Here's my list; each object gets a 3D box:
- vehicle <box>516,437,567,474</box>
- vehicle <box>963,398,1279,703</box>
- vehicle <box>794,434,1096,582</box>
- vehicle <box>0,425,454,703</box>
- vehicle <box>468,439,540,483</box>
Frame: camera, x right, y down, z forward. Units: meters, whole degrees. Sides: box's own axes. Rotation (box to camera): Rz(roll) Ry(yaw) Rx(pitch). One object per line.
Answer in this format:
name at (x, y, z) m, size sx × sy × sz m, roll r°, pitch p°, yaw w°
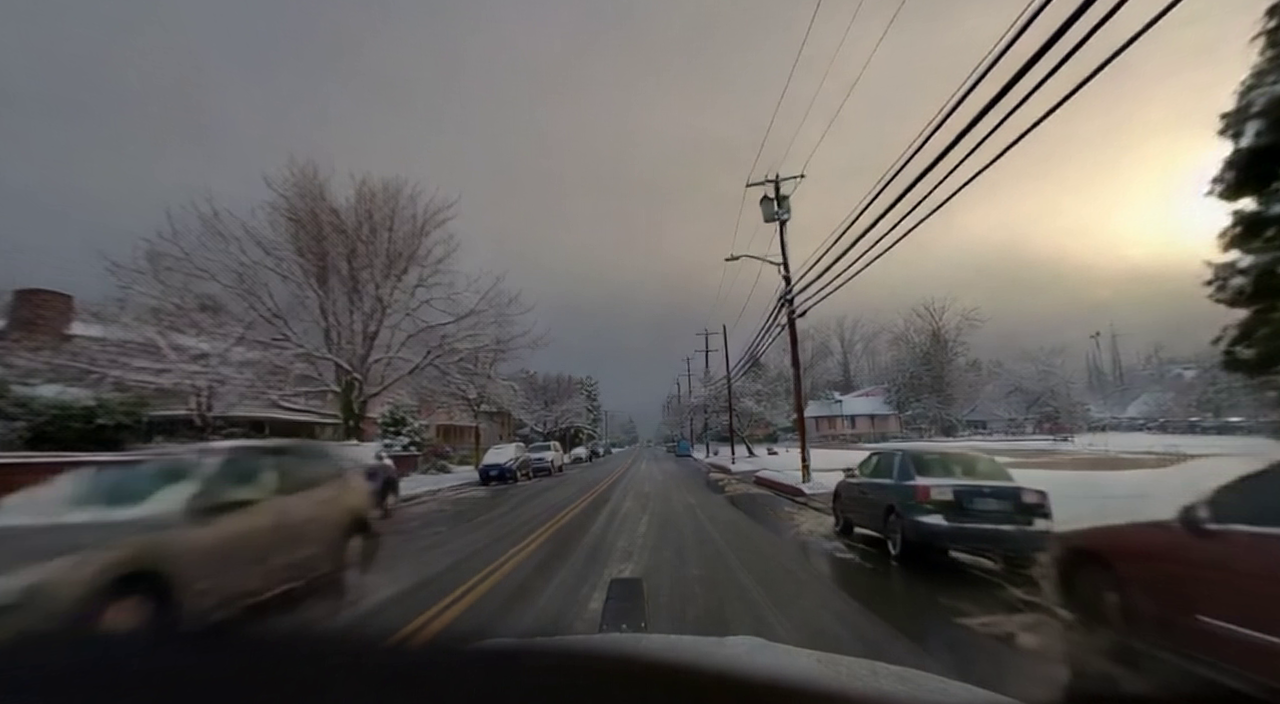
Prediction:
vehicle at (-5.872, 6.209, 38.245) m, size 2.144 × 1.955 × 6.159 m, roll 0°, pitch -7°, yaw 0°
vehicle at (3.342, 0.912, 2.258) m, size 2.014 × 1.482 × 4.599 m, roll 0°, pitch -8°, yaw 1°
vehicle at (3.661, 1.915, 8.772) m, size 1.909 × 1.462 × 4.740 m, roll 0°, pitch -8°, yaw 1°
vehicle at (-3.356, 1.385, 5.116) m, size 2.079 × 1.441 × 4.541 m, roll -1°, pitch -8°, yaw 3°
vehicle at (-6.102, 4.931, 29.000) m, size 2.120 × 1.799 × 5.370 m, roll -1°, pitch -8°, yaw 0°
